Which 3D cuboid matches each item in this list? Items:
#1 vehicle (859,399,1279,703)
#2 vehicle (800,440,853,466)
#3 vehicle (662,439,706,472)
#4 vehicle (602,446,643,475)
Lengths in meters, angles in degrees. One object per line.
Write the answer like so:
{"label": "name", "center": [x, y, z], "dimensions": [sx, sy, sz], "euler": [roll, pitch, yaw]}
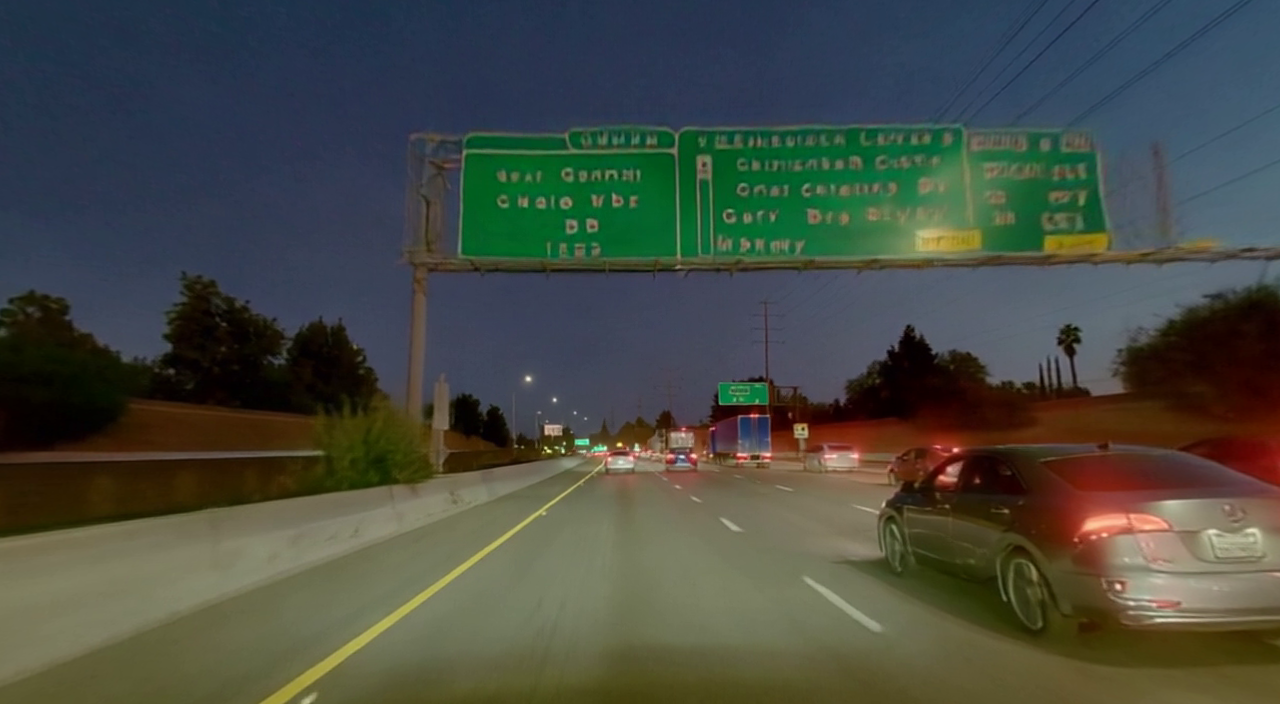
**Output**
{"label": "vehicle", "center": [3.211, 1.185, 4.128], "dimensions": [1.922, 1.465, 4.165], "euler": [0, -9, -2]}
{"label": "vehicle", "center": [13.770, 7.474, 46.936], "dimensions": [2.085, 1.805, 5.177], "euler": [0, -9, -4]}
{"label": "vehicle", "center": [2.578, 6.211, 38.037], "dimensions": [2.114, 1.849, 4.692], "euler": [0, -9, -3]}
{"label": "vehicle", "center": [-1.007, 5.895, 34.527], "dimensions": [2.083, 1.477, 3.965], "euler": [0, -9, -3]}
